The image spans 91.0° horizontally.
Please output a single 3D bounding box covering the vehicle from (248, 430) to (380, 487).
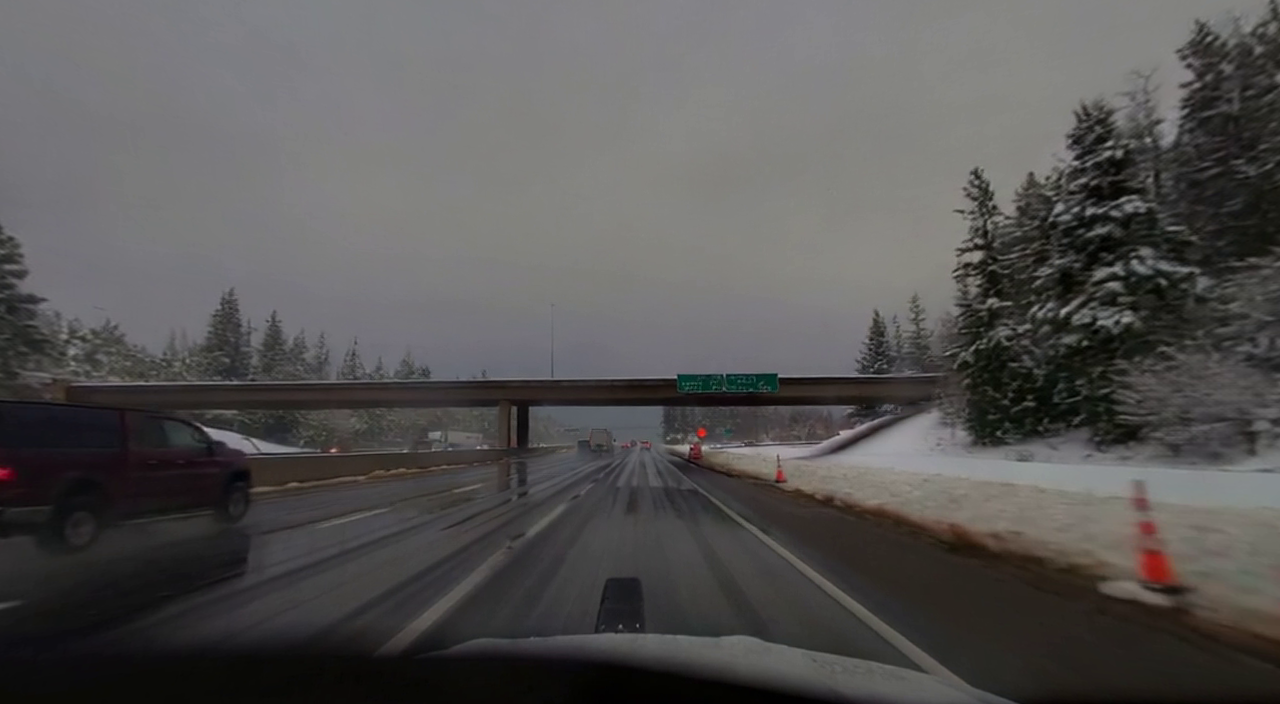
[{"bbox_3d":[-10.500,3.455,20.709,1.964,1.662,4.367,0,-8,0],"label":"vehicle"}]

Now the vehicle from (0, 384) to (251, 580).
[{"bbox_3d":[-6.890,1.348,6.853,2.103,1.775,4.966,0,-9,0],"label":"vehicle"}]
